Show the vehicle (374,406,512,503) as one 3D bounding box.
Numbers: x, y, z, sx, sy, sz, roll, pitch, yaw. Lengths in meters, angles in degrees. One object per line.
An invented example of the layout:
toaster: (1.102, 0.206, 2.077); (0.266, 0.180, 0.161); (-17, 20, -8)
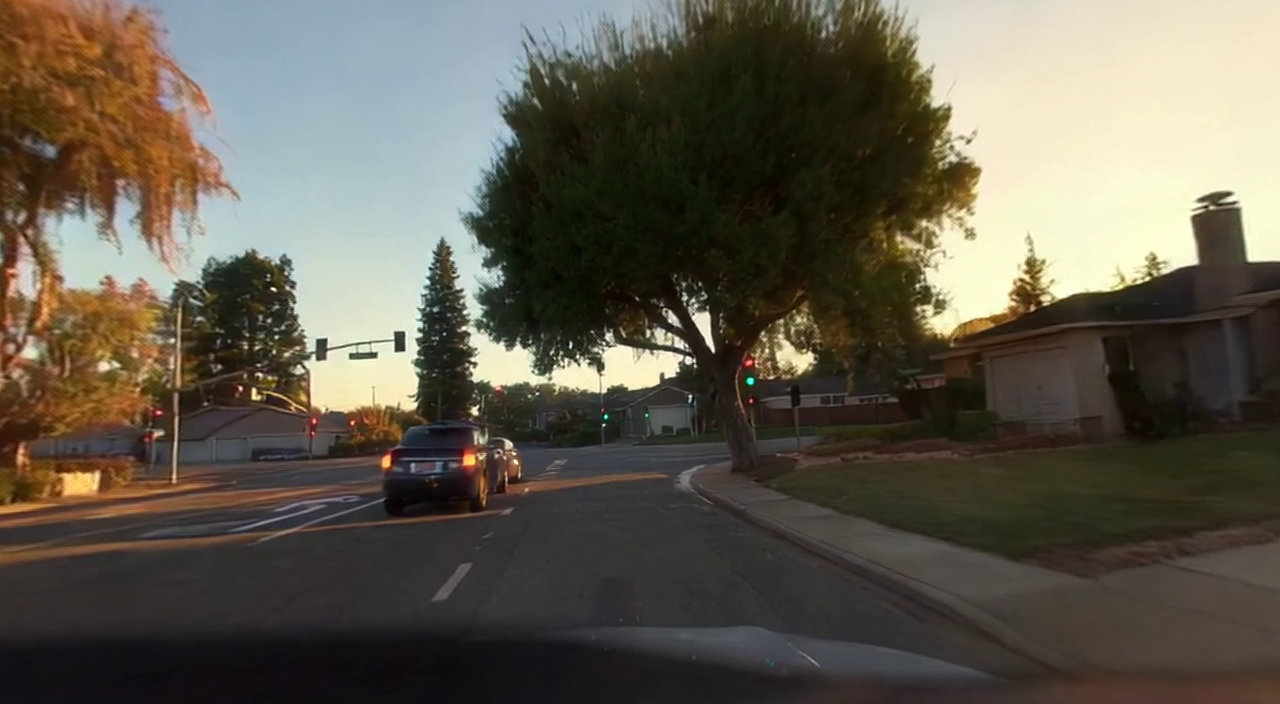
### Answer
vehicle: (-4.241, 2.299, 14.475); (2.041, 1.834, 4.679); (1, -8, -6)
